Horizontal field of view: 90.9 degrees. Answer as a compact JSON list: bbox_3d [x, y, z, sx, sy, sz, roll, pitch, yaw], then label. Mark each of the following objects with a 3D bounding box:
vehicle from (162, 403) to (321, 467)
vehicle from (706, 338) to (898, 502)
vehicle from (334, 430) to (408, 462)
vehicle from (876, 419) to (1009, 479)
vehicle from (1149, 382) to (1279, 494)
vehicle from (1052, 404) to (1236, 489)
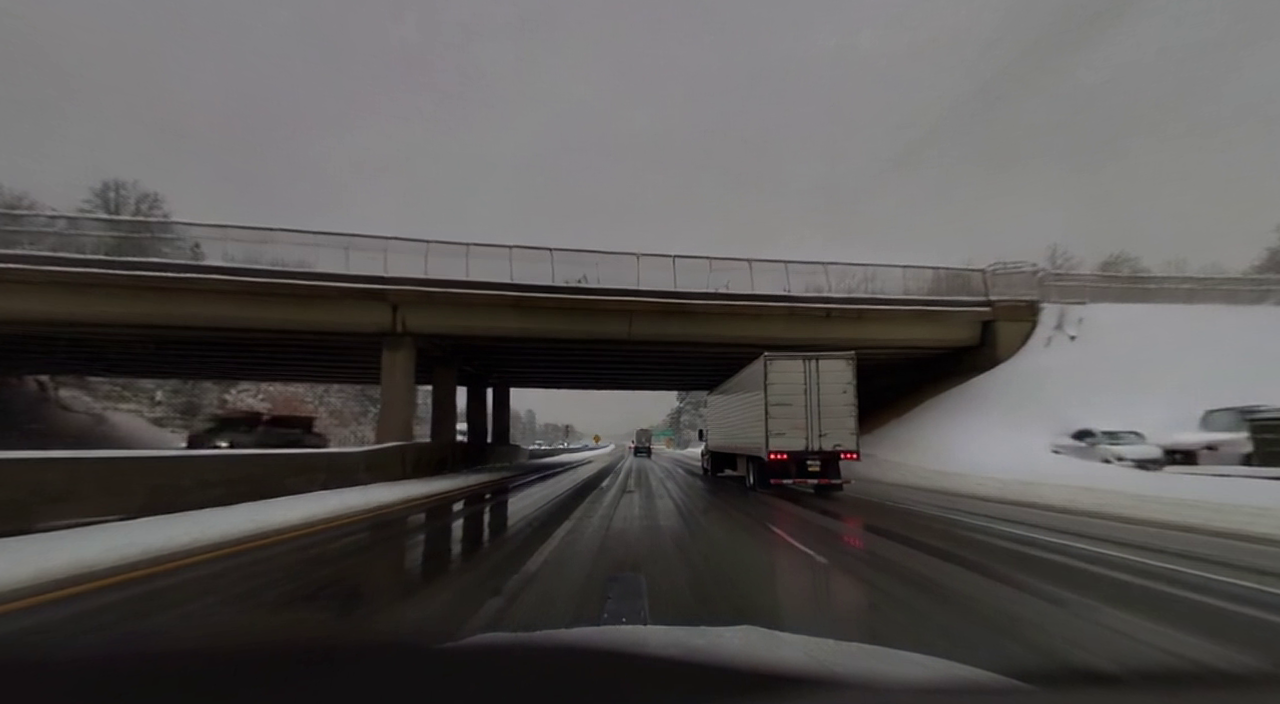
[{"bbox_3d":[-19.879,4.317,32.255,2.827,2.801,8.021,0,-9,0],"label":"vehicle"},{"bbox_3d":[4.681,2.719,22.585,2.881,3.995,14.382,0,-9,-1],"label":"vehicle"},{"bbox_3d":[-13.120,4.618,31.000,1.849,1.464,4.096,0,-9,0],"label":"vehicle"},{"bbox_3d":[22.633,7.476,48.799,2.853,3.921,14.754,0,-9,-1],"label":"vehicle"},{"bbox_3d":[22.011,2.801,20.391,2.784,3.571,9.857,0,-9,0],"label":"vehicle"},{"bbox_3d":[22.077,4.208,28.172,3.022,3.354,6.006,0,-9,-1],"label":"vehicle"}]
